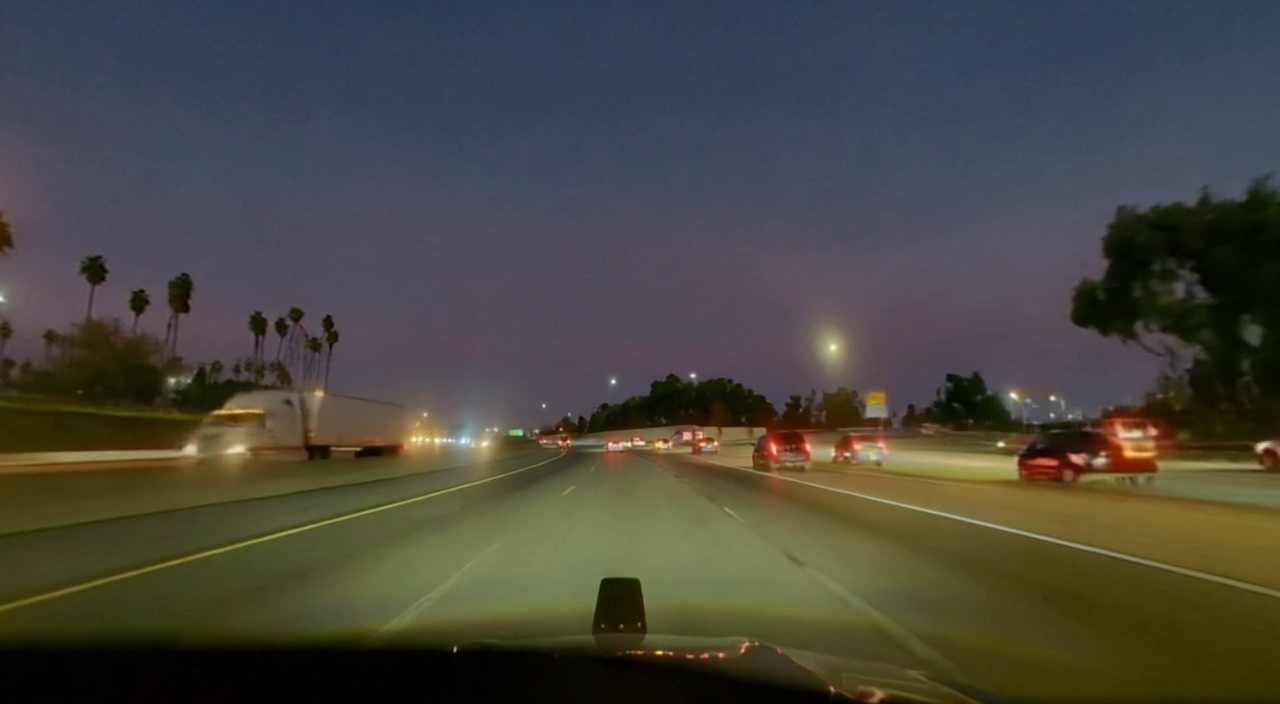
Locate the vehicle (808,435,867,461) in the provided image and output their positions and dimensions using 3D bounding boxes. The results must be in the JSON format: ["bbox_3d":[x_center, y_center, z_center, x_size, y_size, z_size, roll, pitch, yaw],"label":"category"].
[{"bbox_3d":[11.959,5.846,38.563,1.846,1.480,4.752,0,-8,-4],"label":"vehicle"}]

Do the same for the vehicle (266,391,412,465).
[{"bbox_3d":[-20.199,5.544,44.362,2.881,4.181,16.486,0,-8,-2],"label":"vehicle"}]

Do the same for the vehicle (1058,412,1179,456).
[{"bbox_3d":[23.673,4.124,31.497,2.085,1.989,4.825,0,-8,-2],"label":"vehicle"}]

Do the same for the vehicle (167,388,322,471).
[{"bbox_3d":[-19.756,4.043,32.265,3.084,3.707,7.432,0,-8,-1],"label":"vehicle"}]

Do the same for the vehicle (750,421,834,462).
[{"bbox_3d":[8.034,4.879,34.197,2.622,1.977,6.537,0,-8,-3],"label":"vehicle"}]

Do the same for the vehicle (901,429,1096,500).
[{"bbox_3d":[8.460,2.695,15.501,2.080,1.457,4.404,0,-8,-2],"label":"vehicle"}]
